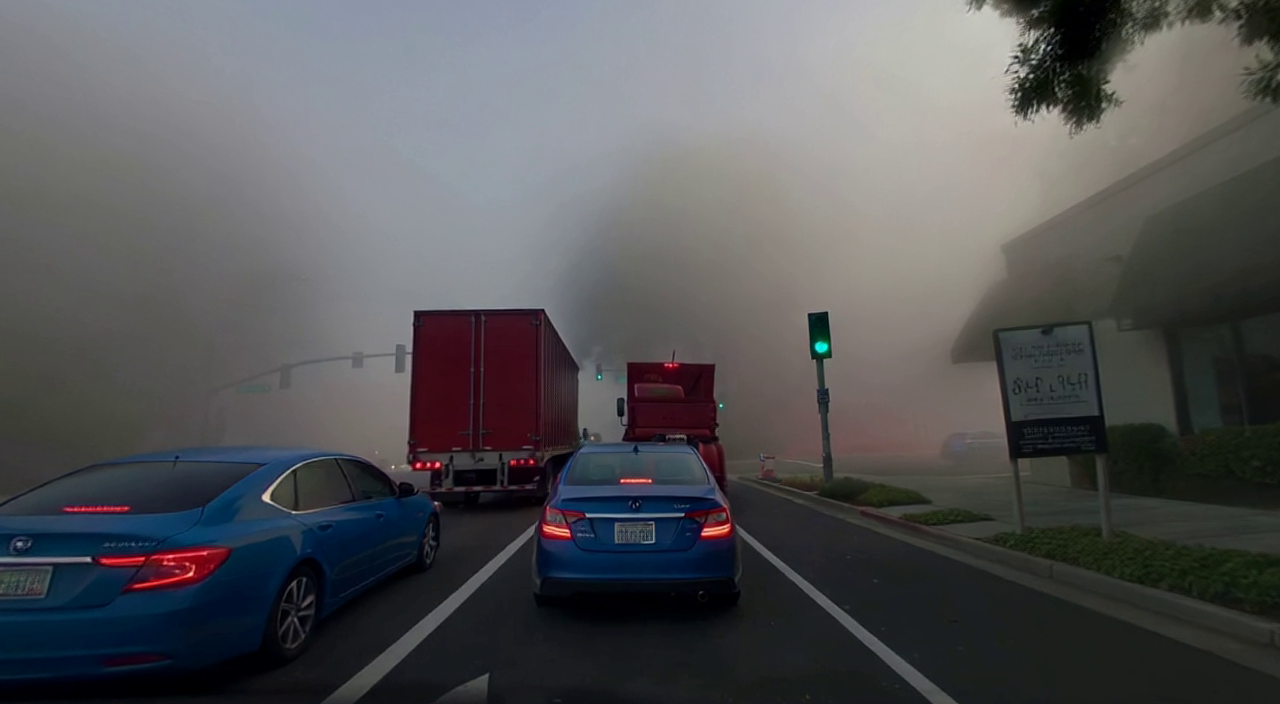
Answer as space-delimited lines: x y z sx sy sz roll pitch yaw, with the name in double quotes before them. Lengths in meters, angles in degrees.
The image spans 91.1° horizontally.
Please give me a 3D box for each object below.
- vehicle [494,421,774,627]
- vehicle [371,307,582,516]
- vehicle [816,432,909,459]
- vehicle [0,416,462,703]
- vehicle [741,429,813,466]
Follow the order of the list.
"vehicle" -0.098 1.580 6.782 2.067 1.506 4.118 0 -8 -2
"vehicle" -3.264 1.562 14.962 3.020 3.800 7.105 0 -8 0
"vehicle" 12.631 5.340 35.825 4.574 1.478 1.880 -1 -8 3
"vehicle" -3.096 1.366 5.170 1.969 1.471 4.378 0 -8 0
"vehicle" 7.254 5.128 33.819 2.061 1.845 4.829 1 -9 -10
